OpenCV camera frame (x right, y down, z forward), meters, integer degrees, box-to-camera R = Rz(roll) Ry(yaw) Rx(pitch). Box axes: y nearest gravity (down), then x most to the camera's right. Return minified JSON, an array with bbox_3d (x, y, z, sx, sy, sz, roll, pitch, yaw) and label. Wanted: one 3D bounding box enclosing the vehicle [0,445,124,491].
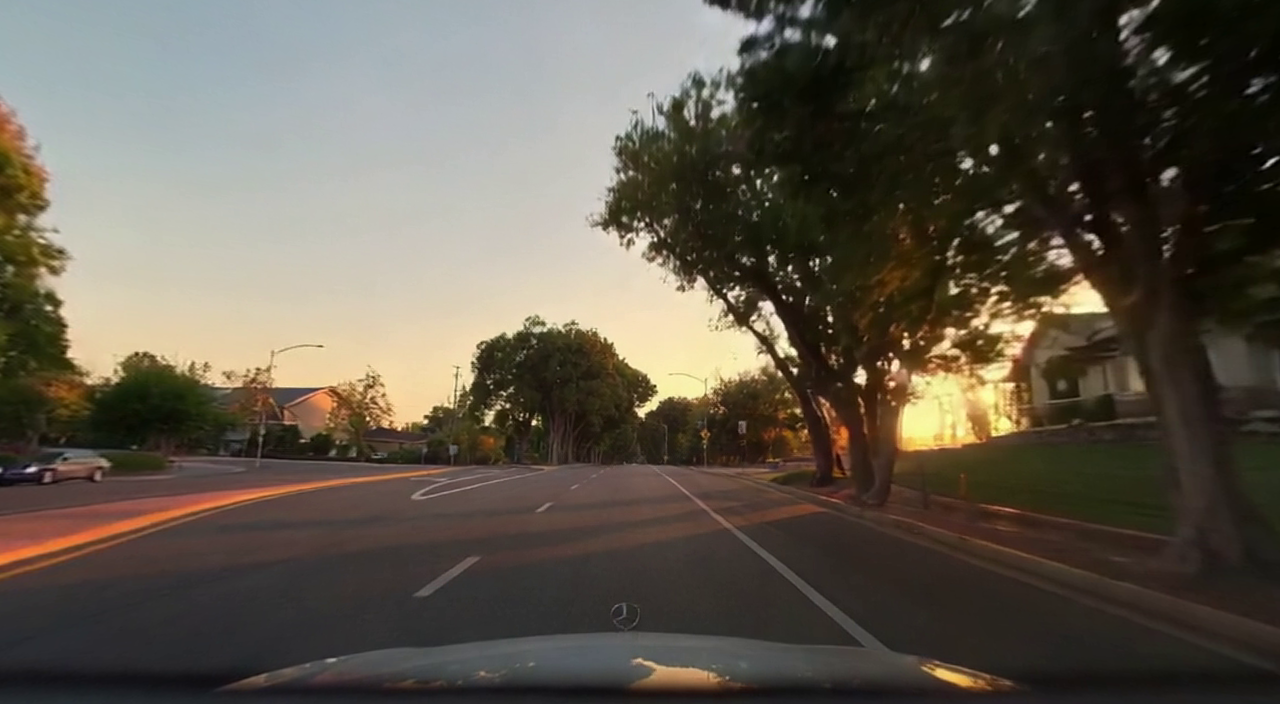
[{"bbox_3d":[-22.713,4.374,24.133,2.049,1.578,4.787,-1,-9,-2],"label":"vehicle"}]
